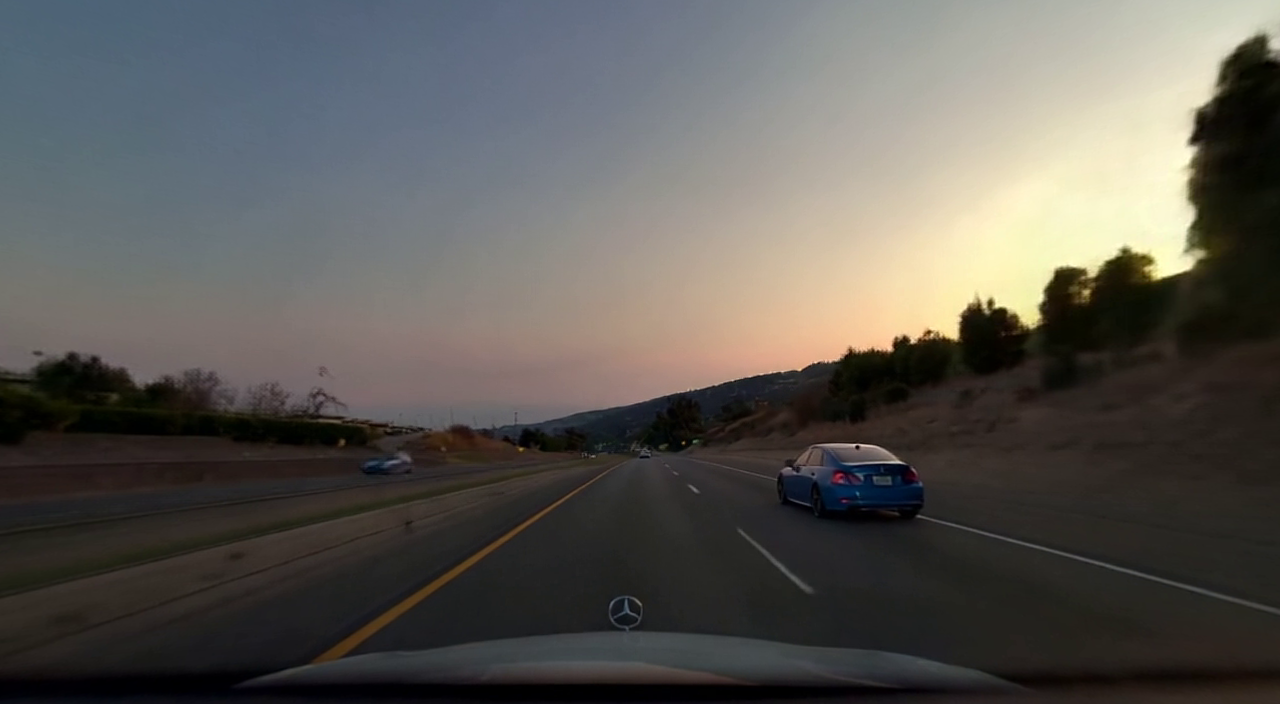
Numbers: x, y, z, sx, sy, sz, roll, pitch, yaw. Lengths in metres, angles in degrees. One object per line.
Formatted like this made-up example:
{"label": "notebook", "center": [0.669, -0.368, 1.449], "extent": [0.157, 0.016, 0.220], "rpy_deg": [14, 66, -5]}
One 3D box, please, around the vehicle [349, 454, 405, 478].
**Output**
{"label": "vehicle", "center": [-17.532, 7.577, 42.234], "extent": [1.751, 1.453, 4.503], "rpy_deg": [-1, -8, 1]}

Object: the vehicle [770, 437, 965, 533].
{"label": "vehicle", "center": [4.153, 2.495, 12.557], "extent": [2.053, 1.490, 4.799], "rpy_deg": [0, -8, 0]}
